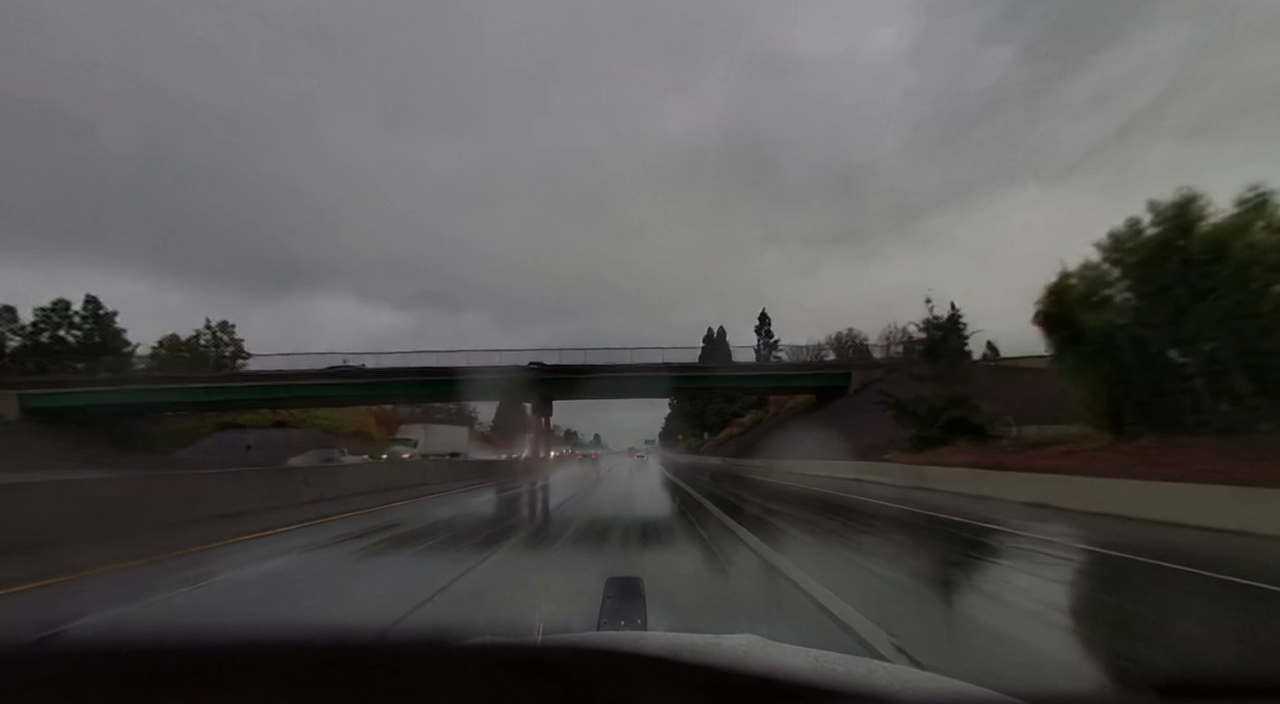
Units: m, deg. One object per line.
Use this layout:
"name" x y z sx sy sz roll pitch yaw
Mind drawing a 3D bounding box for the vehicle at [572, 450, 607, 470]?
"vehicle" -3.862 8.342 48.917 2.293 1.462 4.452 0 -9 0

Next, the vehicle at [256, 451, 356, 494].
"vehicle" -12.131 4.371 23.148 1.759 1.410 3.550 0 -9 -1
